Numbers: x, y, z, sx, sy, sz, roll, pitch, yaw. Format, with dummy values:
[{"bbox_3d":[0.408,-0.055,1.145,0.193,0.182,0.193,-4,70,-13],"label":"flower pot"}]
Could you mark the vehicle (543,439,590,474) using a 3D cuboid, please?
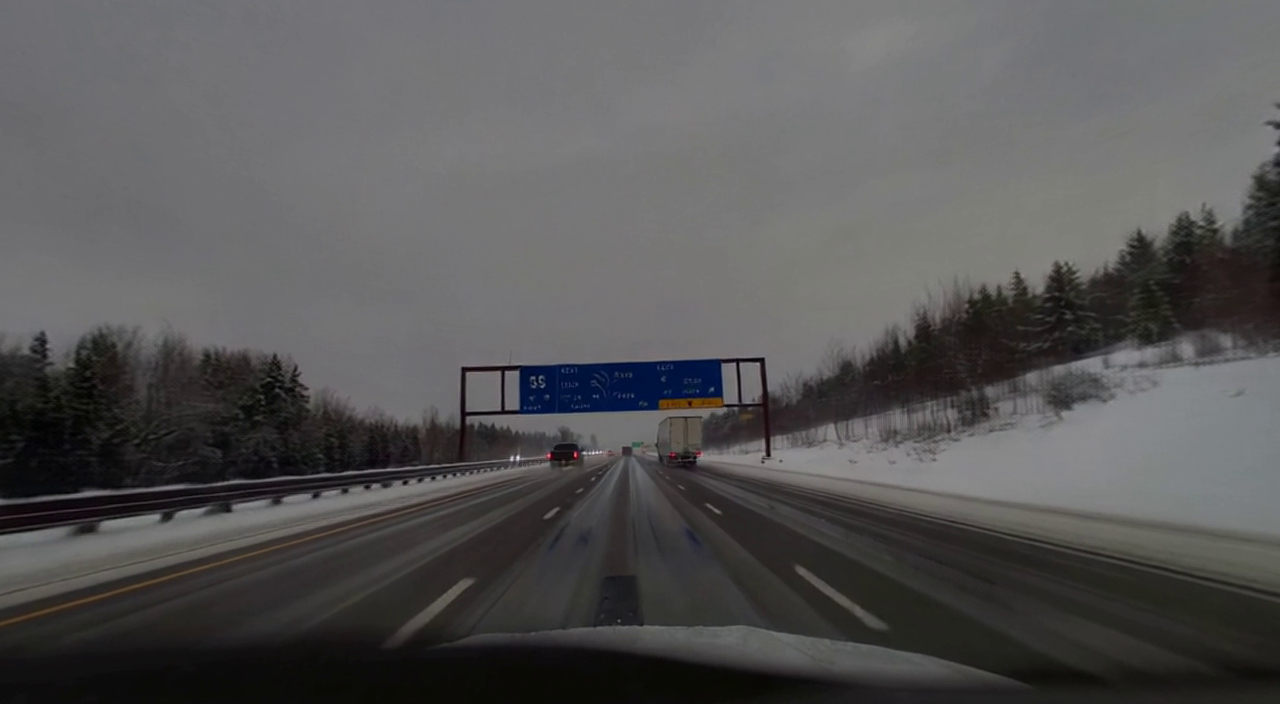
[{"bbox_3d":[-4.108,5.965,35.943,2.173,1.857,4.800,0,-9,0],"label":"vehicle"}]
